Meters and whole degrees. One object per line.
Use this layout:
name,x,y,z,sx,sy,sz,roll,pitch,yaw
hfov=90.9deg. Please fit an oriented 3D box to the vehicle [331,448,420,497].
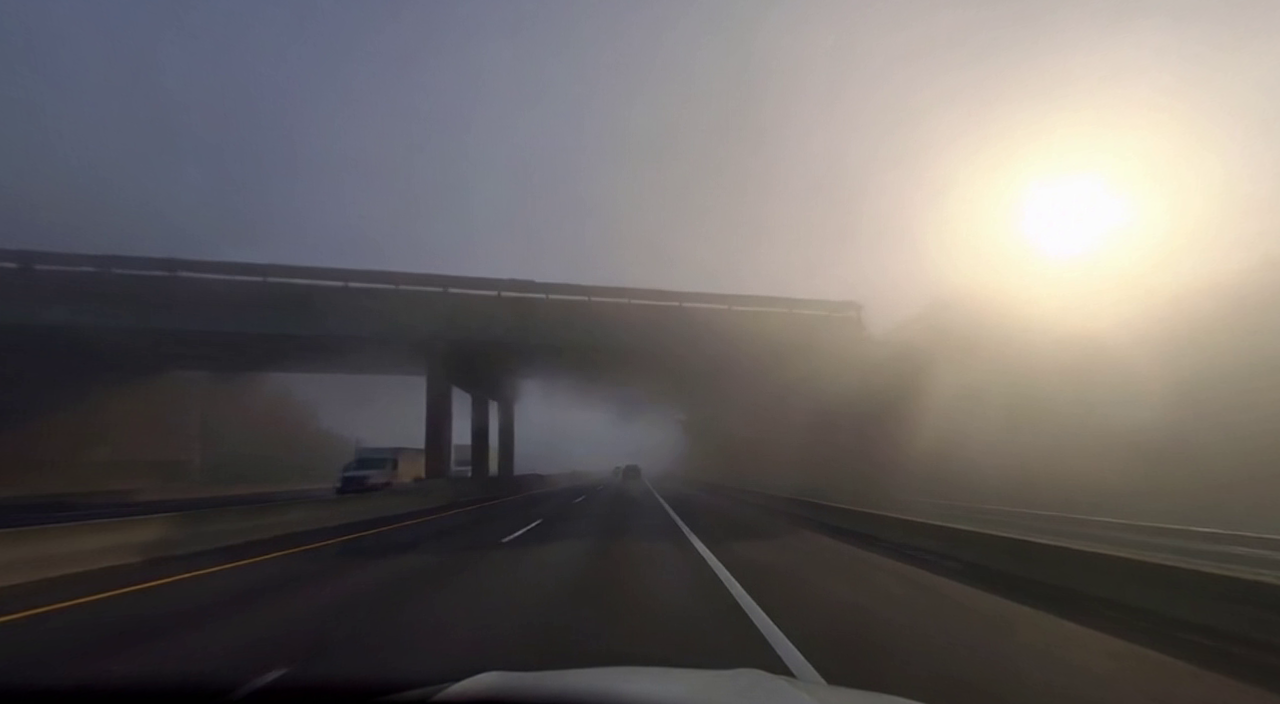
vehicle,-13.892,6.388,33.547,2.188,2.337,5.728,1,-11,0
